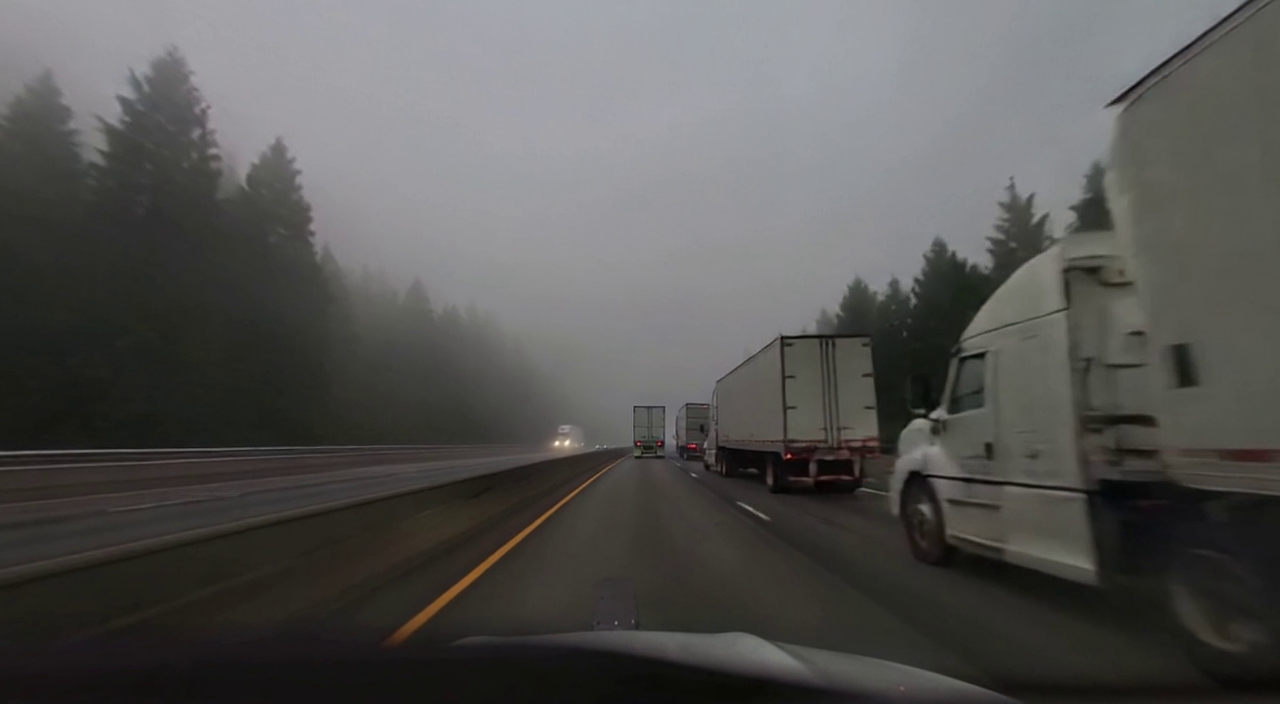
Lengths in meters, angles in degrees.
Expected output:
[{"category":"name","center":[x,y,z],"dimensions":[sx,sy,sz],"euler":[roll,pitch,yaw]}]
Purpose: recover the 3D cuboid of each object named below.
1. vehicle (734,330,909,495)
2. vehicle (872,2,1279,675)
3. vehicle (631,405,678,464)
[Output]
[{"category":"vehicle","center":[4.966,2.001,19.339],"dimensions":[2.843,3.940,8.349],"euler":[0,-8,0]},{"category":"vehicle","center":[5.029,0.204,6.494],"dimensions":[2.910,3.989,5.816],"euler":[0,-8,0]},{"category":"vehicle","center":[0.885,5.170,39.227],"dimensions":[2.644,3.247,7.454],"euler":[-1,-8,1]}]
